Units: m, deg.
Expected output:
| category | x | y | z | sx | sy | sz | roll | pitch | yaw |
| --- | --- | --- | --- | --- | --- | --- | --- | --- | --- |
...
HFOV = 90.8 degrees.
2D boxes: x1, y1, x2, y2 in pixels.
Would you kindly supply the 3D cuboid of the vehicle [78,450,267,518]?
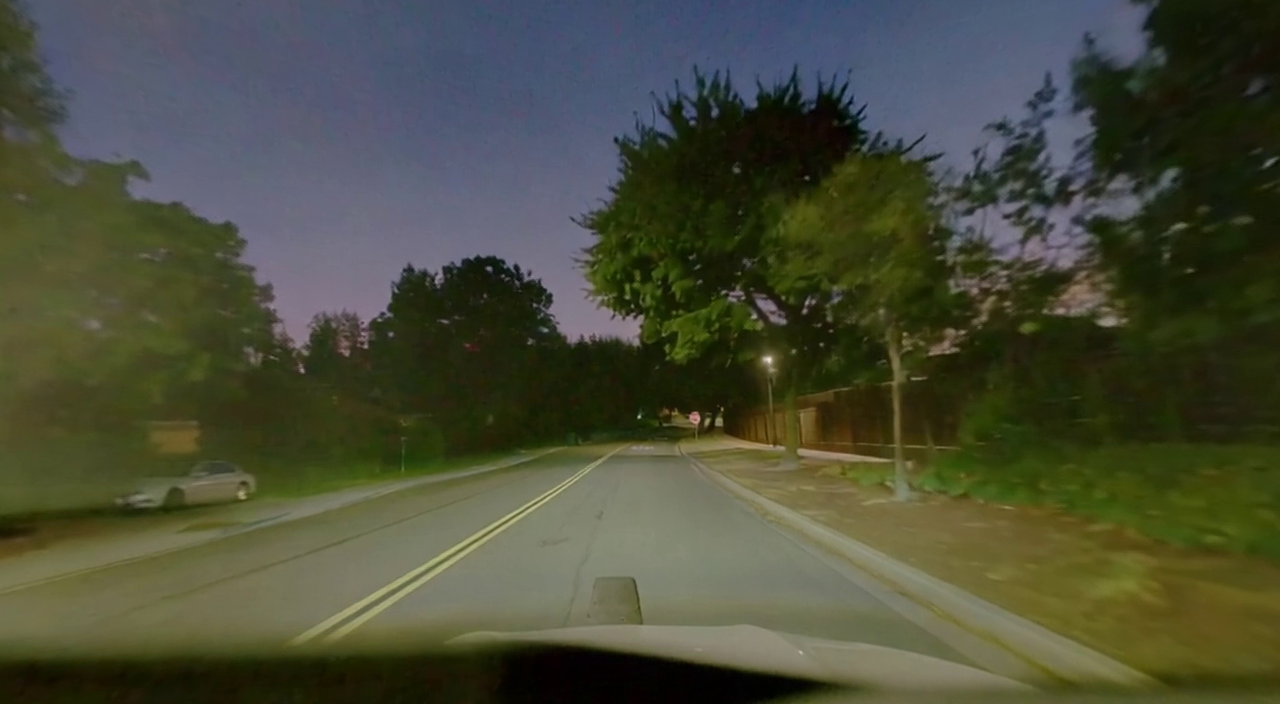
| category | x | y | z | sx | sy | sz | roll | pitch | yaw |
| --- | --- | --- | --- | --- | --- | --- | --- | --- | --- |
| vehicle | -14.694 | 4.128 | 20.352 | 2.305 | 1.793 | 4.883 | 1 | -8 | 0 |
